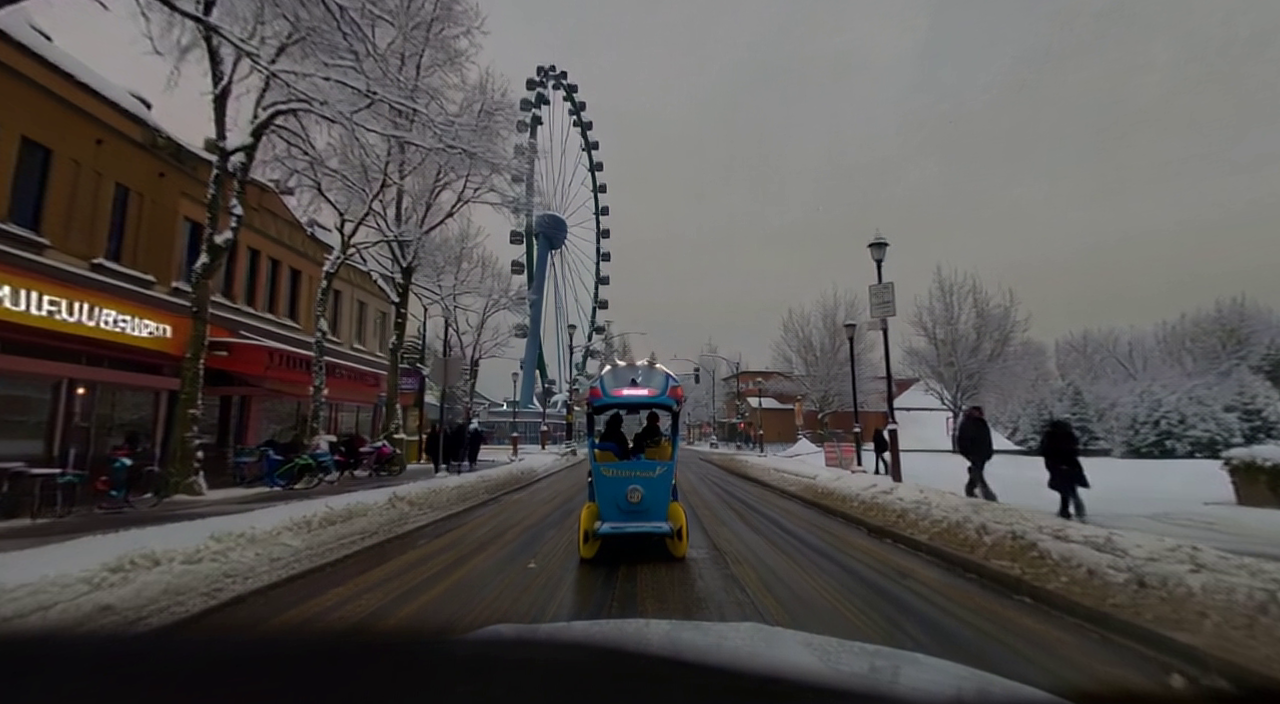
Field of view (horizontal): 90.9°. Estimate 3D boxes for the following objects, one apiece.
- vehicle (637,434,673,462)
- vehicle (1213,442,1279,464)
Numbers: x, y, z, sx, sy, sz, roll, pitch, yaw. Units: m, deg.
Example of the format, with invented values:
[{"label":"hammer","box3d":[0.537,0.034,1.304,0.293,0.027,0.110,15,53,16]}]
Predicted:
[{"label":"vehicle","box3d":[1.013,6.411,42.221,2.221,1.773,4.228,-1,-9,2]},{"label":"vehicle","box3d":[41.760,6.781,42.442,4.120,1.445,1.893,-2,-9,10]}]
